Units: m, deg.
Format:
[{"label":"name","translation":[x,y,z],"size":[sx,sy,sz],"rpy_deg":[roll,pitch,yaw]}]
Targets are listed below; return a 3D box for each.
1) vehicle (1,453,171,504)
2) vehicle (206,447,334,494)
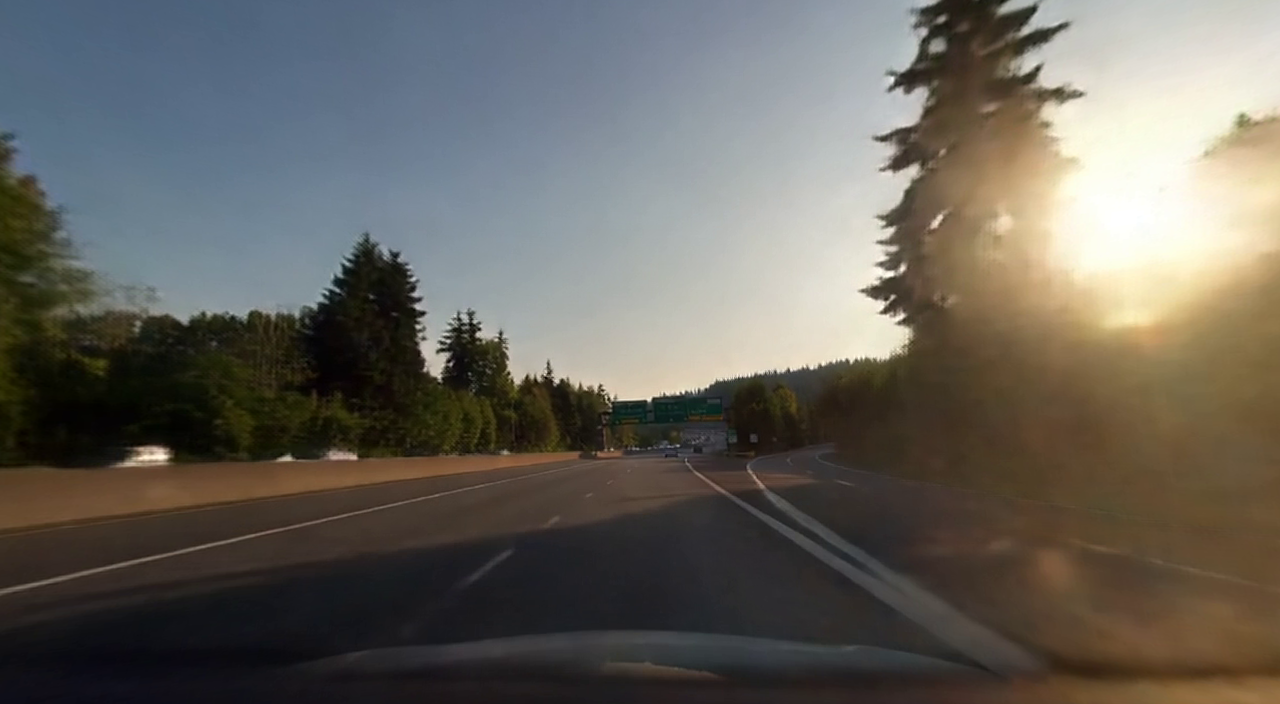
[{"label":"vehicle","translation":[-18.210,4.142,21.036],"size":[1.993,1.503,3.964],"rpy_deg":[0,-9,1]},{"label":"vehicle","translation":[-13.873,4.454,24.019],"size":[1.996,1.606,4.535],"rpy_deg":[0,-9,2]}]
